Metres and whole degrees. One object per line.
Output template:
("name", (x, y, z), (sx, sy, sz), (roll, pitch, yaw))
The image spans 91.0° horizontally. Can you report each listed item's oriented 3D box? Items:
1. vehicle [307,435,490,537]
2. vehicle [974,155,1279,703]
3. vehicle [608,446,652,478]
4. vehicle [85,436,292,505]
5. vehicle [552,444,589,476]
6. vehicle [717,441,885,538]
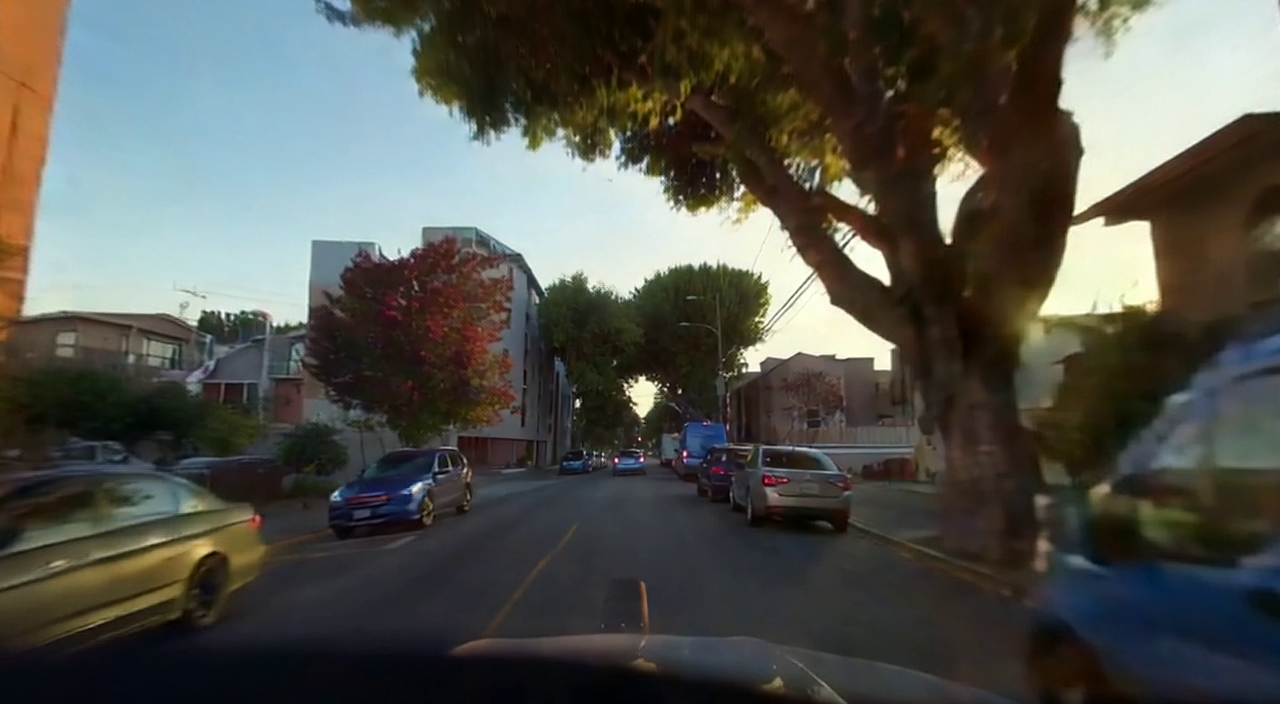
("vehicle", (-4.819, 2.668, 13.458), (2.090, 1.497, 4.639), (1, -4, 0))
("vehicle", (2.684, 0.405, 0.452), (2.303, 2.049, 4.719), (0, -8, 1))
("vehicle", (-0.517, 5.597, 32.389), (2.095, 1.510, 3.605), (0, -8, -1))
("vehicle", (-11.254, 2.948, 16.186), (1.795, 1.513, 4.442), (-1, -8, 4))
("vehicle", (-4.506, 7.029, 41.288), (1.951, 1.662, 4.046), (0, -4, 0))
("vehicle", (2.707, 2.392, 11.653), (1.906, 1.471, 3.941), (0, -8, -3))
